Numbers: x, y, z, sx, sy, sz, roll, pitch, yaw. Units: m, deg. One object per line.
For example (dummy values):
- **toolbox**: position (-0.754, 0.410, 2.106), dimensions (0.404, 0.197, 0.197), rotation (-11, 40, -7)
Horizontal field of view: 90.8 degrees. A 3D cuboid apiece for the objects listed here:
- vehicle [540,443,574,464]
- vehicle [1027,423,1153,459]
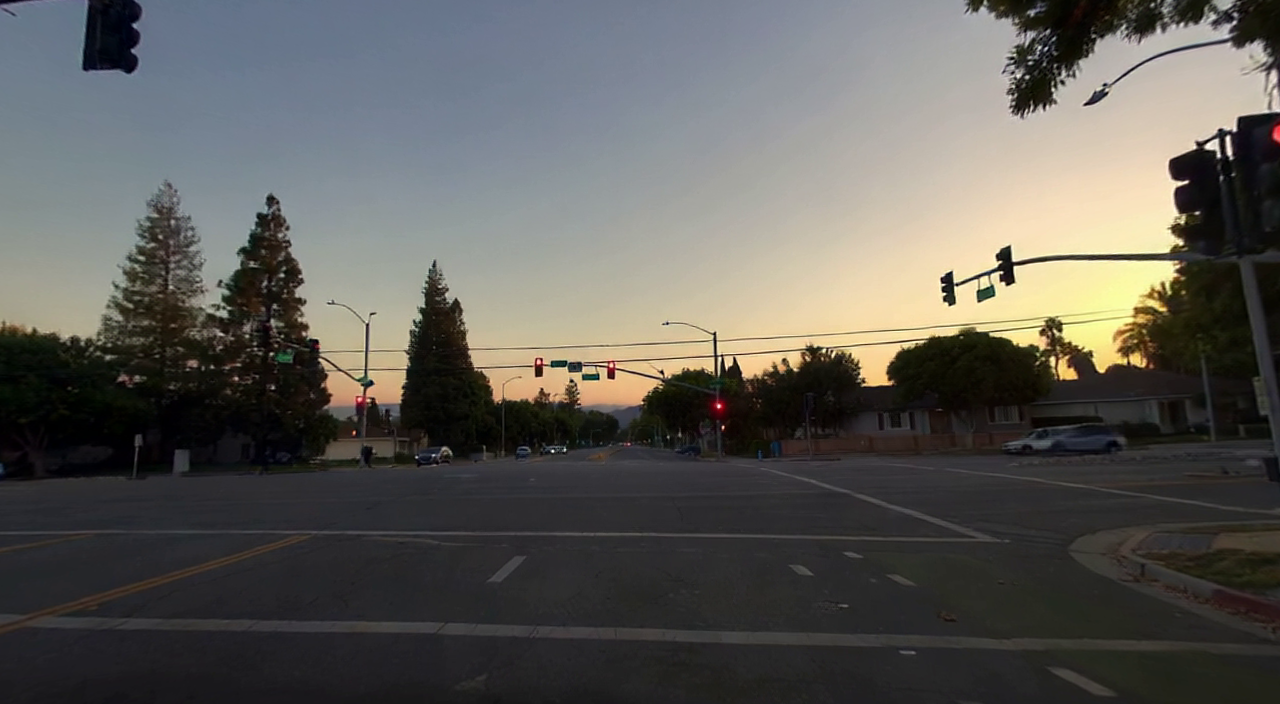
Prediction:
- **vehicle**: position (-6.127, 7.520, 47.044), dimensions (1.936, 1.444, 4.168), rotation (0, -8, 0)
- **vehicle**: position (22.488, 4.468, 31.741), dimensions (4.706, 1.710, 1.932), rotation (-1, -8, 5)
